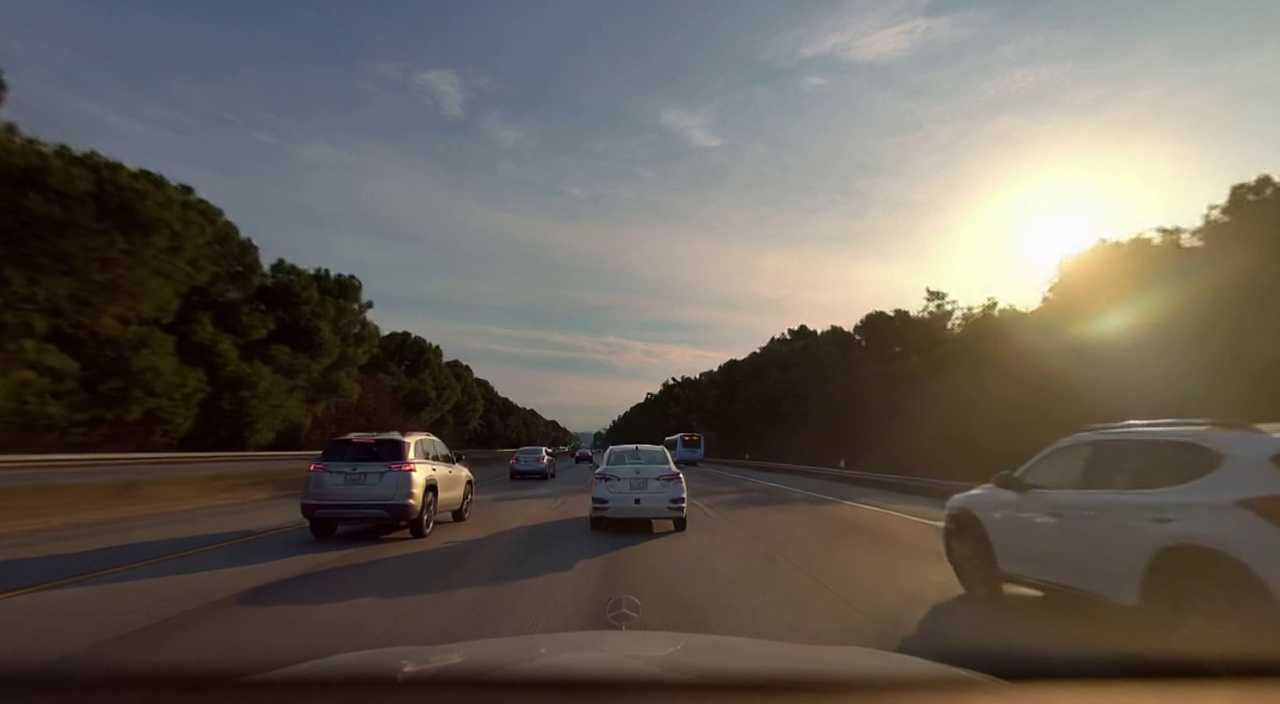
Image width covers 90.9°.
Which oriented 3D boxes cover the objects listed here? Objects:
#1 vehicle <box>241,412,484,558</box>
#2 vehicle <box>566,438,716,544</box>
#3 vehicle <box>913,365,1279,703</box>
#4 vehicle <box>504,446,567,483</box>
[{"bbox_3d":[-3.792,1.886,9.562,1.830,1.703,4.142,0,-9,-1],"label":"vehicle"},{"bbox_3d":[-0.044,2.308,11.105,2.120,1.478,4.179,0,-9,-2],"label":"vehicle"},{"bbox_3d":[3.706,1.104,3.964,1.996,1.688,4.207,0,-9,-1],"label":"vehicle"},{"bbox_3d":[-4.458,4.855,27.498,2.122,1.491,3.800,0,-9,-1],"label":"vehicle"}]
